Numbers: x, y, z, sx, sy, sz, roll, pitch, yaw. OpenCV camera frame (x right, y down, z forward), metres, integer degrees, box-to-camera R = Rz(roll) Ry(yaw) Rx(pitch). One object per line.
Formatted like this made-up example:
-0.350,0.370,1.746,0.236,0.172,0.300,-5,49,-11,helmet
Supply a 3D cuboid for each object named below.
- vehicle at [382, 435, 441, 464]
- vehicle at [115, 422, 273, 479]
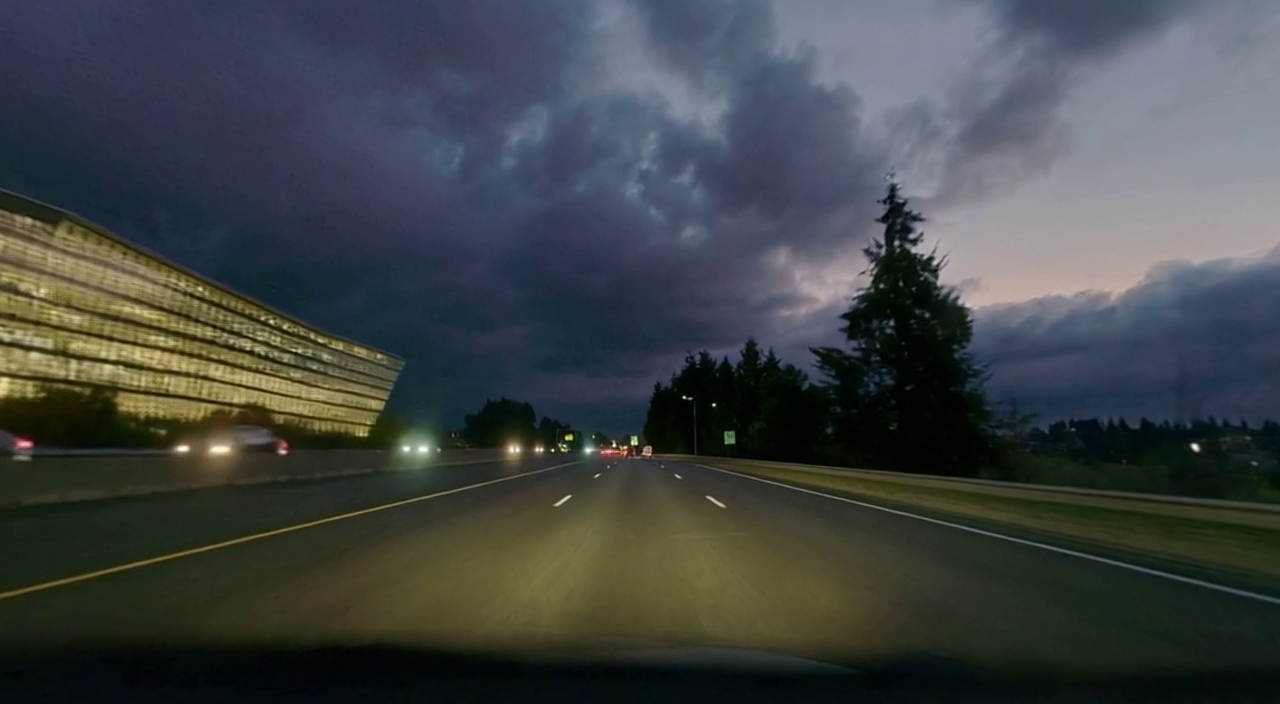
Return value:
-15.081,6.494,41.906,1.979,1.744,5.006,0,-9,0,vehicle
-14.339,3.232,20.663,1.922,1.655,4.410,0,-9,0,vehicle
